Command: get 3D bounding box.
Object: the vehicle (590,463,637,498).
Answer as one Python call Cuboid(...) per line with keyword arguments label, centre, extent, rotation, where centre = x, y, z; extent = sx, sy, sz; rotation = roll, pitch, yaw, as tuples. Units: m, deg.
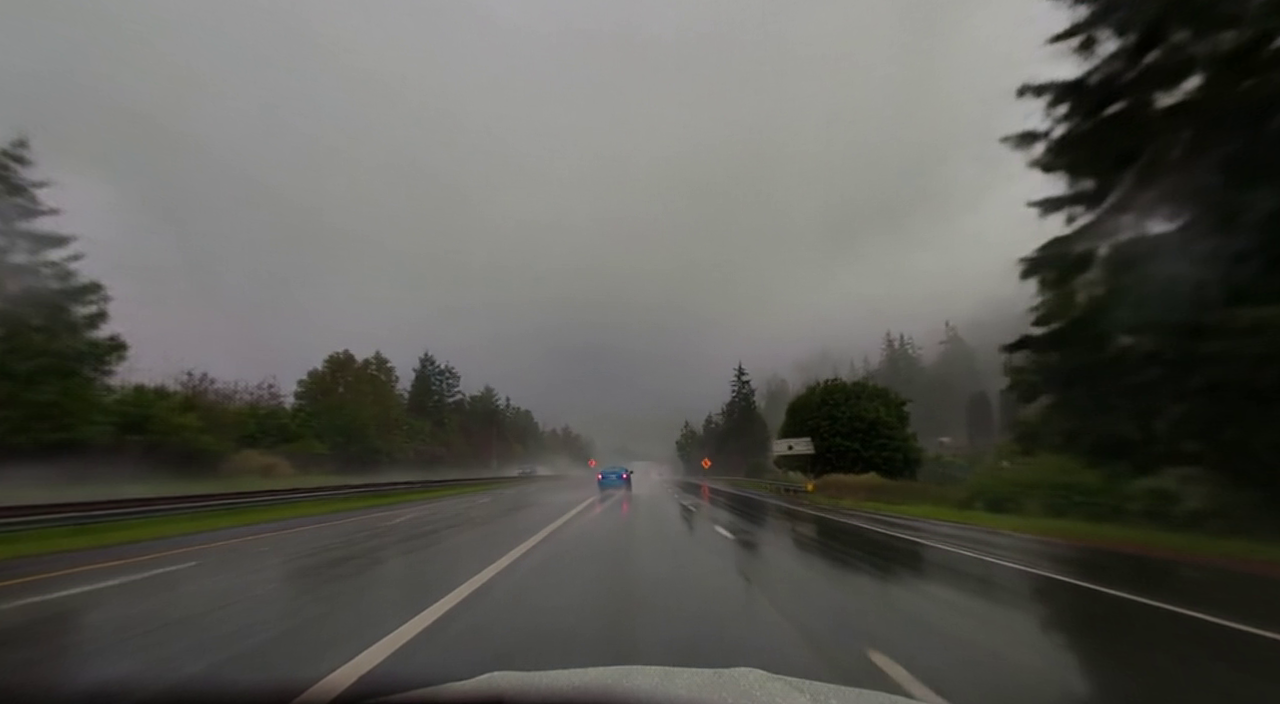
Cuboid(label="vehicle", centre=(-1.218, 6.256, 30.911), extent=(2.016, 1.530, 4.009), rotation=(1, -10, 1))
